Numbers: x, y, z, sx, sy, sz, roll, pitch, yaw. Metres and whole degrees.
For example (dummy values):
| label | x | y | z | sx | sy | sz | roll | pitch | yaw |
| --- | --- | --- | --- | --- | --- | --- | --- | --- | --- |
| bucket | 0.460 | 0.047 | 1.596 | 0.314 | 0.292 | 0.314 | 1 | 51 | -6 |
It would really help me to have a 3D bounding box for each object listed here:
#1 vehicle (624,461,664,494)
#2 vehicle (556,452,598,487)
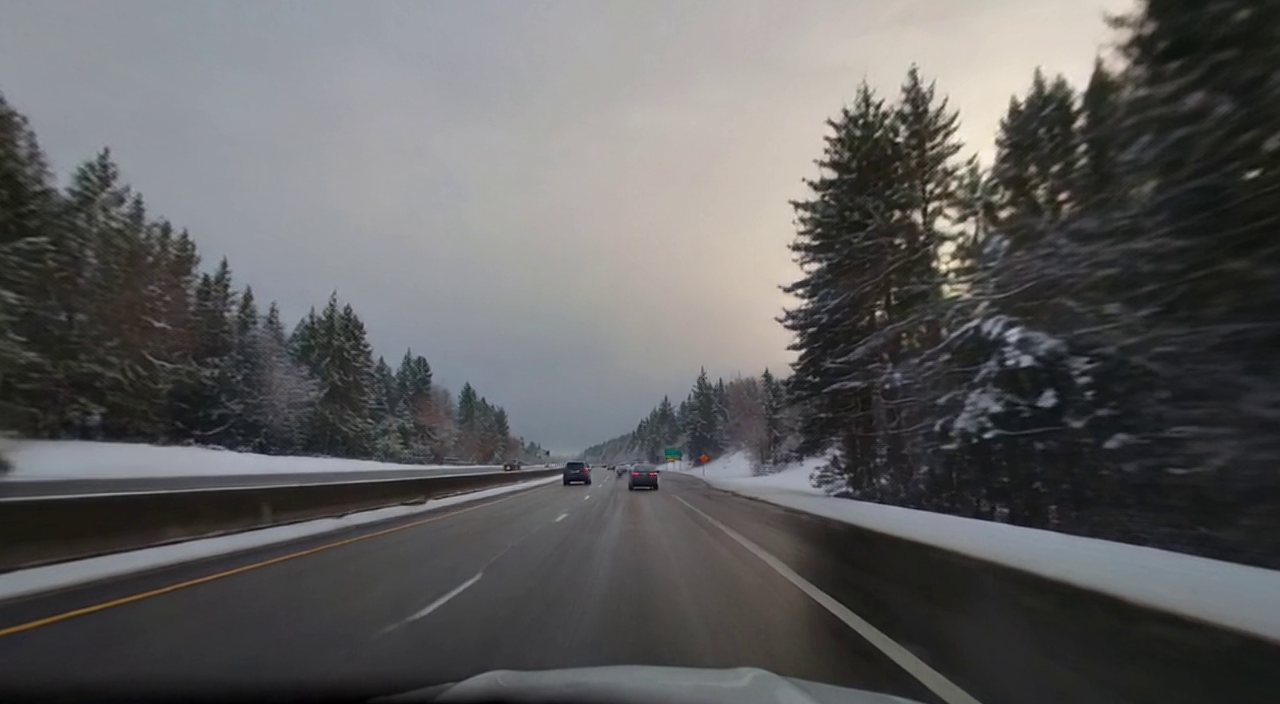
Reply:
| label | x | y | z | sx | sy | sz | roll | pitch | yaw |
| --- | --- | --- | --- | --- | --- | --- | --- | --- | --- |
| vehicle | 0.156 | 6.377 | 32.189 | 1.905 | 1.559 | 3.491 | 1 | -10 | -1 |
| vehicle | -4.065 | 7.672 | 41.264 | 2.237 | 2.113 | 4.815 | 1 | -10 | 0 |
